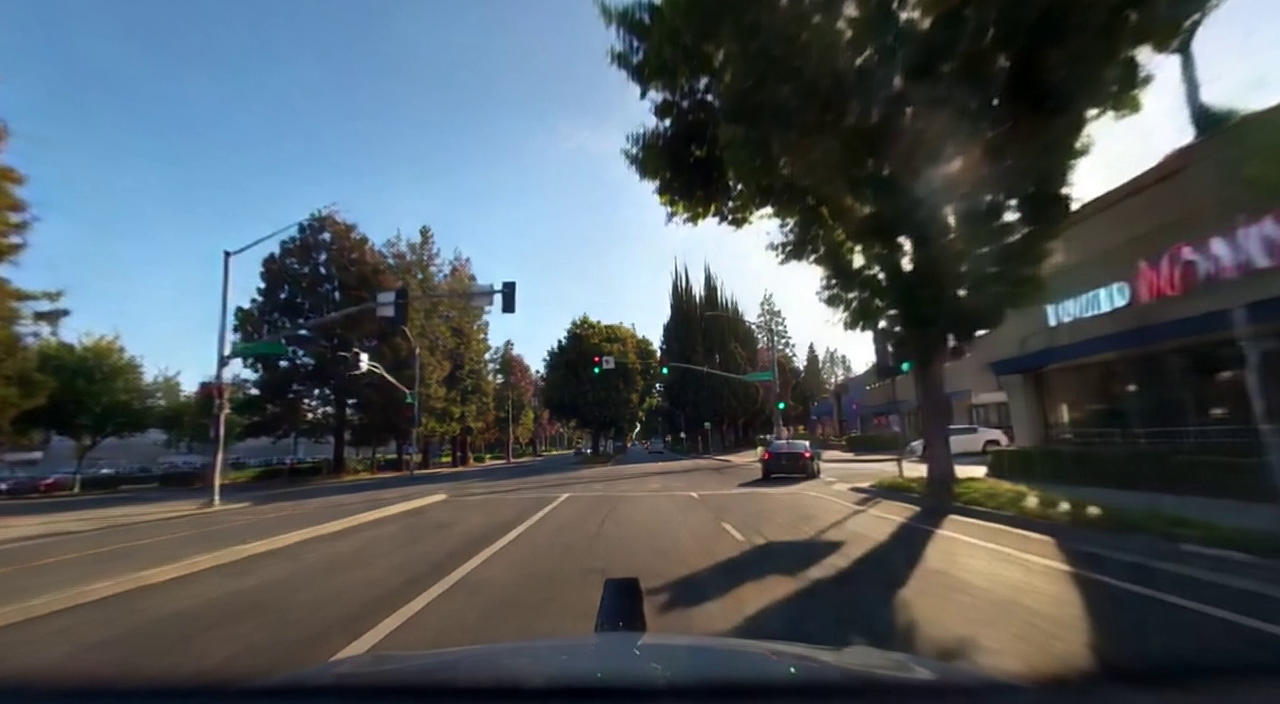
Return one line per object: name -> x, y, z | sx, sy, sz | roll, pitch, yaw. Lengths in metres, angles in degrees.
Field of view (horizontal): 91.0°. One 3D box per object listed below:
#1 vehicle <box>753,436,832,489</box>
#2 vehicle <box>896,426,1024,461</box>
vehicle -> 5.045, 3.491, 20.338 | 2.064, 1.470, 4.610 | -3, -9, 18
vehicle -> 14.602, 4.209, 28.952 | 4.704, 1.544, 2.112 | 0, -8, 0
